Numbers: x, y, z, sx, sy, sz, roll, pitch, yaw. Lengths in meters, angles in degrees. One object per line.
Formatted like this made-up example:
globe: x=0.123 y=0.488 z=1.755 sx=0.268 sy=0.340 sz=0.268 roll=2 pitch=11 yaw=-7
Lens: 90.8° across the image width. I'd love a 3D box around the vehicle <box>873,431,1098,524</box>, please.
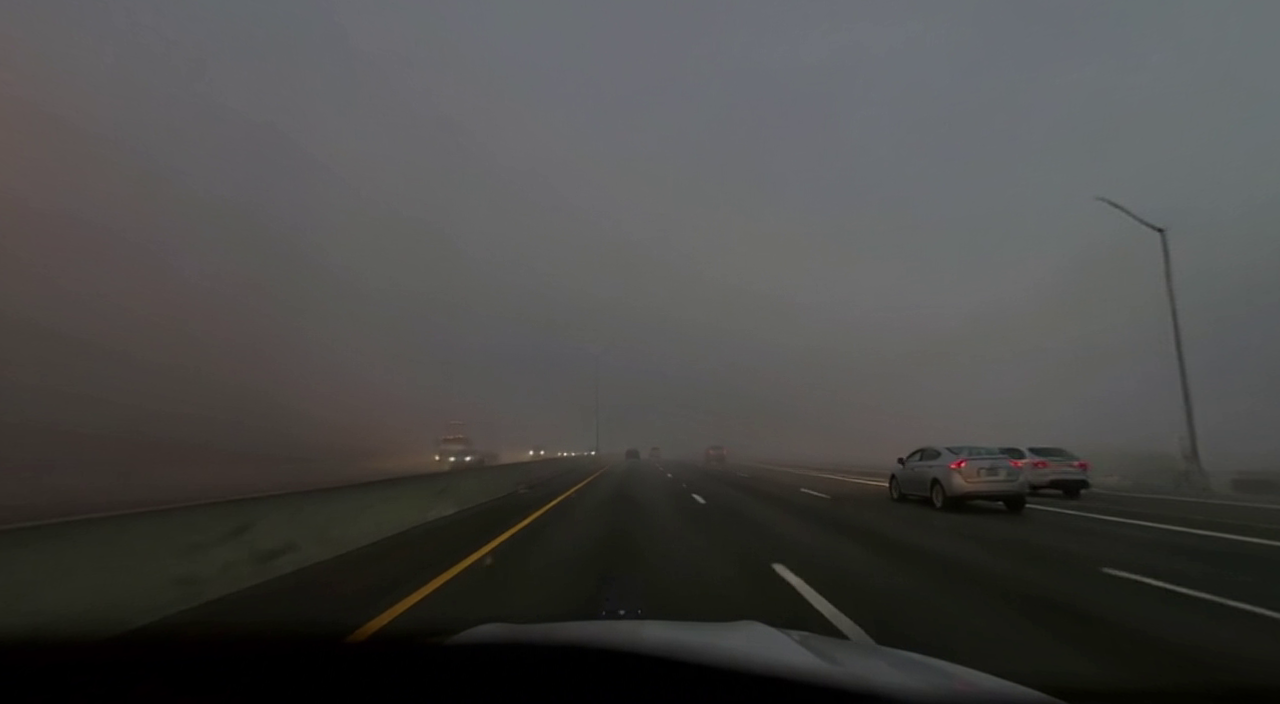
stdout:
vehicle: x=6.724 y=2.479 z=13.066 sx=1.901 sy=1.548 sz=4.684 roll=0 pitch=-9 yaw=-1
